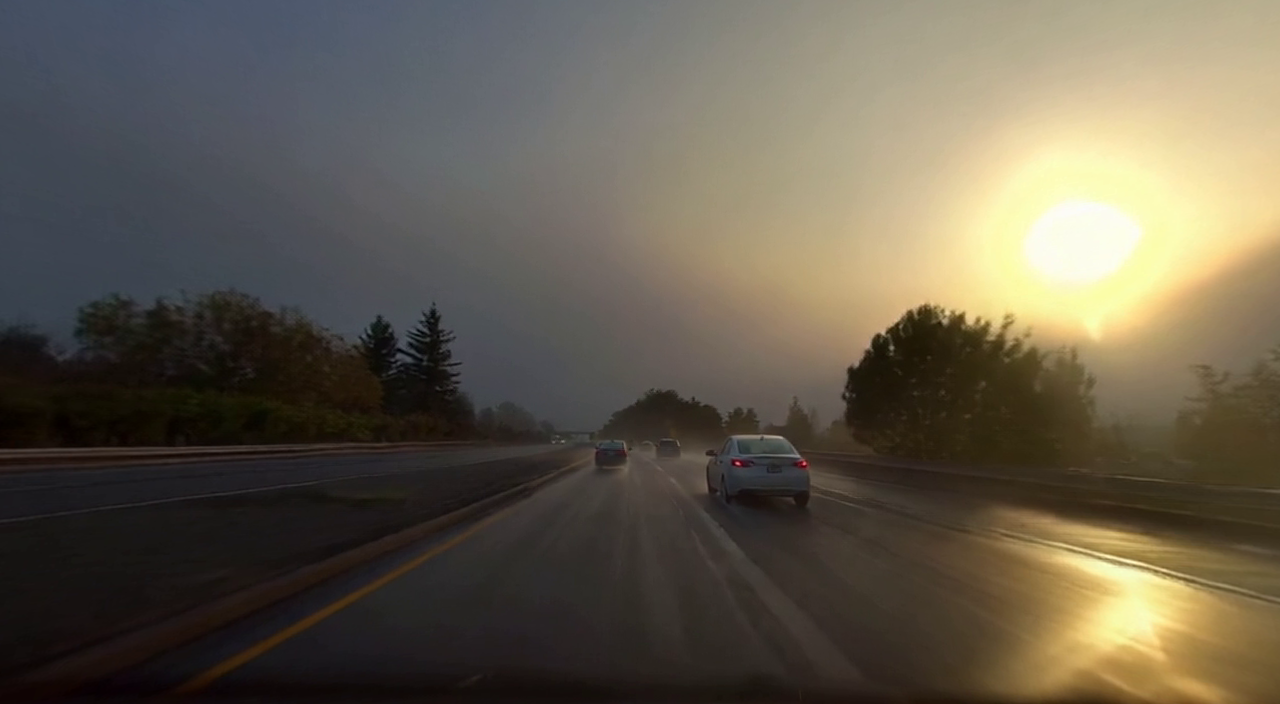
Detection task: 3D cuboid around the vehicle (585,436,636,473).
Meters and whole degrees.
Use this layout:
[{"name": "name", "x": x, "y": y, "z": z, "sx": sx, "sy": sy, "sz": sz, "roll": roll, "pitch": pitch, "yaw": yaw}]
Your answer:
[{"name": "vehicle", "x": -1.334, "y": 4.710, "z": 29.205, "sx": 2.178, "sy": 1.559, "sz": 4.254, "roll": 0, "pitch": -8, "yaw": -2}]

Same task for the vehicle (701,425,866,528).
[{"name": "vehicle", "x": 2.490, "y": 2.319, "z": 12.435, "sx": 2.055, "sy": 1.566, "sz": 5.046, "roll": -1, "pitch": -8, "yaw": 0}]

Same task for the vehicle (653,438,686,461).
[{"name": "vehicle", "x": 2.070, "y": 7.052, "z": 45.485, "sx": 2.146, "sy": 1.546, "sz": 3.796, "roll": 0, "pitch": -8, "yaw": -1}]
